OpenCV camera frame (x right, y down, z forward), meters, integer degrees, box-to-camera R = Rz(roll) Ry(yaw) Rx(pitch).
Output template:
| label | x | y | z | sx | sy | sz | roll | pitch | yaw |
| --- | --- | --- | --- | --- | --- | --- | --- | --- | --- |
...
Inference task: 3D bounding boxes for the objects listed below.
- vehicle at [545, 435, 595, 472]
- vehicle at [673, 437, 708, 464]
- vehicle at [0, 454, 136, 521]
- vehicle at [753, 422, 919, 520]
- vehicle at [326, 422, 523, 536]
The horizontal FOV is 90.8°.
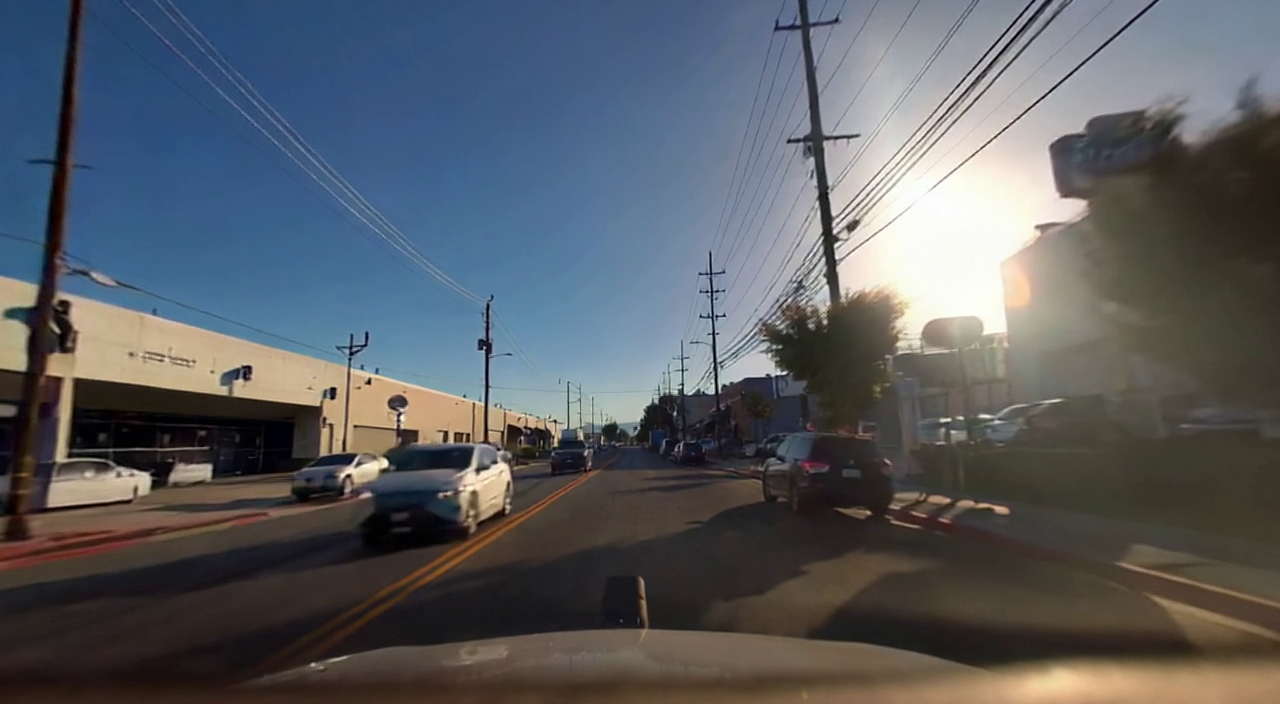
| label | x | y | z | sx | sy | sz | roll | pitch | yaw |
| --- | --- | --- | --- | --- | --- | --- | --- | --- | --- |
| vehicle | -3.841 | 5.712 | 35.732 | 2.229 | 1.889 | 4.816 | 0 | -8 | 1 |
| vehicle | 3.748 | 7.505 | 48.253 | 2.333 | 1.967 | 6.008 | 0 | -8 | 1 |
| vehicle | -16.784 | 3.691 | 17.440 | 1.928 | 1.570 | 4.635 | -2 | -8 | -1 |
| vehicle | 3.903 | 2.465 | 13.593 | 2.092 | 1.730 | 4.595 | 0 | -8 | 0 |
| vehicle | -3.705 | 2.271 | 11.920 | 2.100 | 1.723 | 4.433 | 0 | -8 | 1 |
